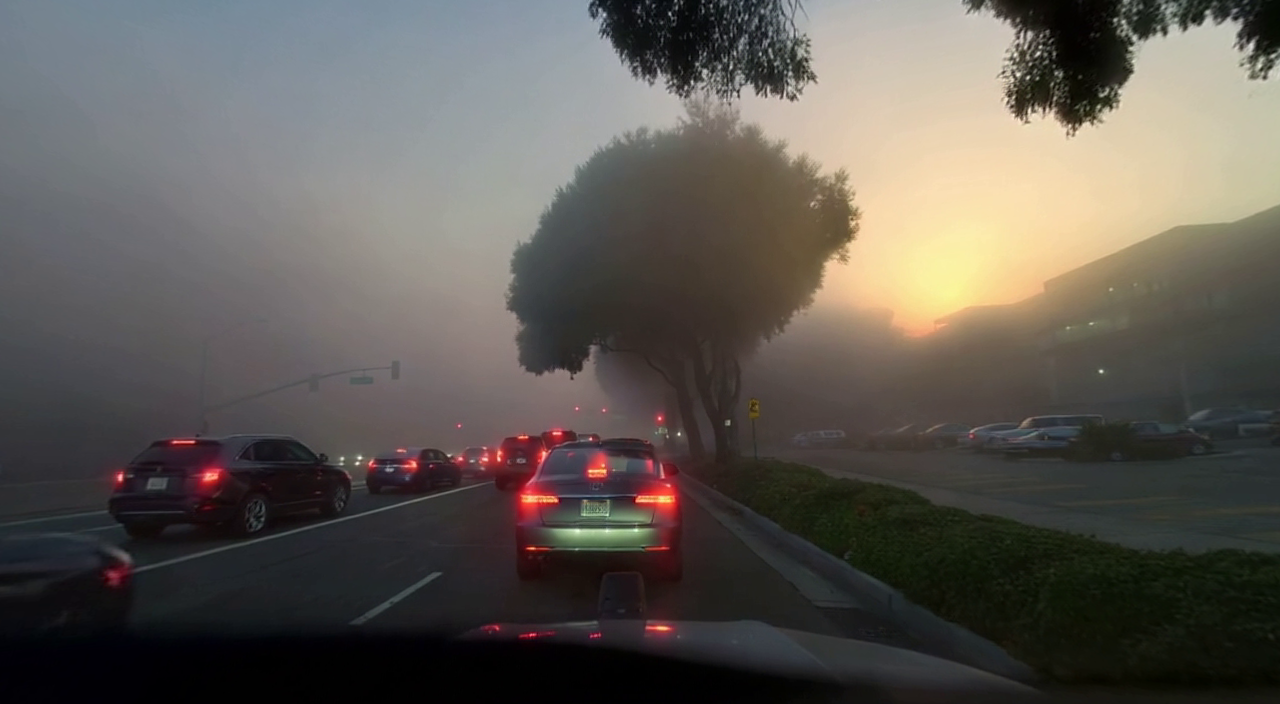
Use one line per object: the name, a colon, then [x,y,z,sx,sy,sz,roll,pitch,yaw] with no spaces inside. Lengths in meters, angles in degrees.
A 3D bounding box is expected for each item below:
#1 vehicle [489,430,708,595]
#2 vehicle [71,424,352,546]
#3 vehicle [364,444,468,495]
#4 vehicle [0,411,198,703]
vehicle: [-0.398,1.817,8.024,2.066,1.544,3.954,0,-9,0]
vehicle: [-7.314,2.284,11.508,2.068,1.784,4.224,0,-9,1]
vehicle: [-7.366,3.884,21.273,1.851,1.532,4.279,0,-9,1]
vehicle: [-4.018,0.893,1.976,1.913,1.521,4.539,0,-9,1]
